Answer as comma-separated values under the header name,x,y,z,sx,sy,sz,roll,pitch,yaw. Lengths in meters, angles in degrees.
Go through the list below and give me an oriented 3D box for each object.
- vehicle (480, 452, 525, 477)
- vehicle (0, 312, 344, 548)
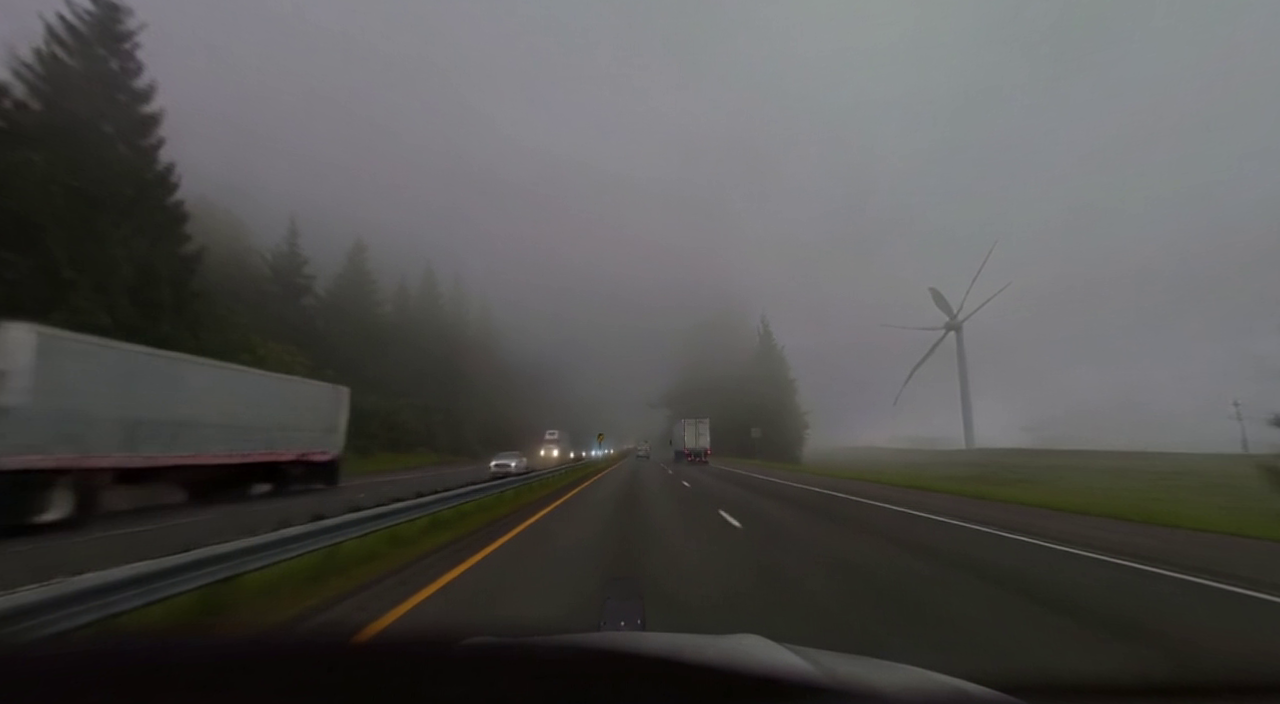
name,x,y,z,sx,sy,sz,roll,pitch,yaw
vehicle,-8.675,7.098,40.063,1.978,1.498,3.712,0,-9,1
vehicle,-12.640,2.231,16.471,2.861,4.092,14.124,0,-9,0
